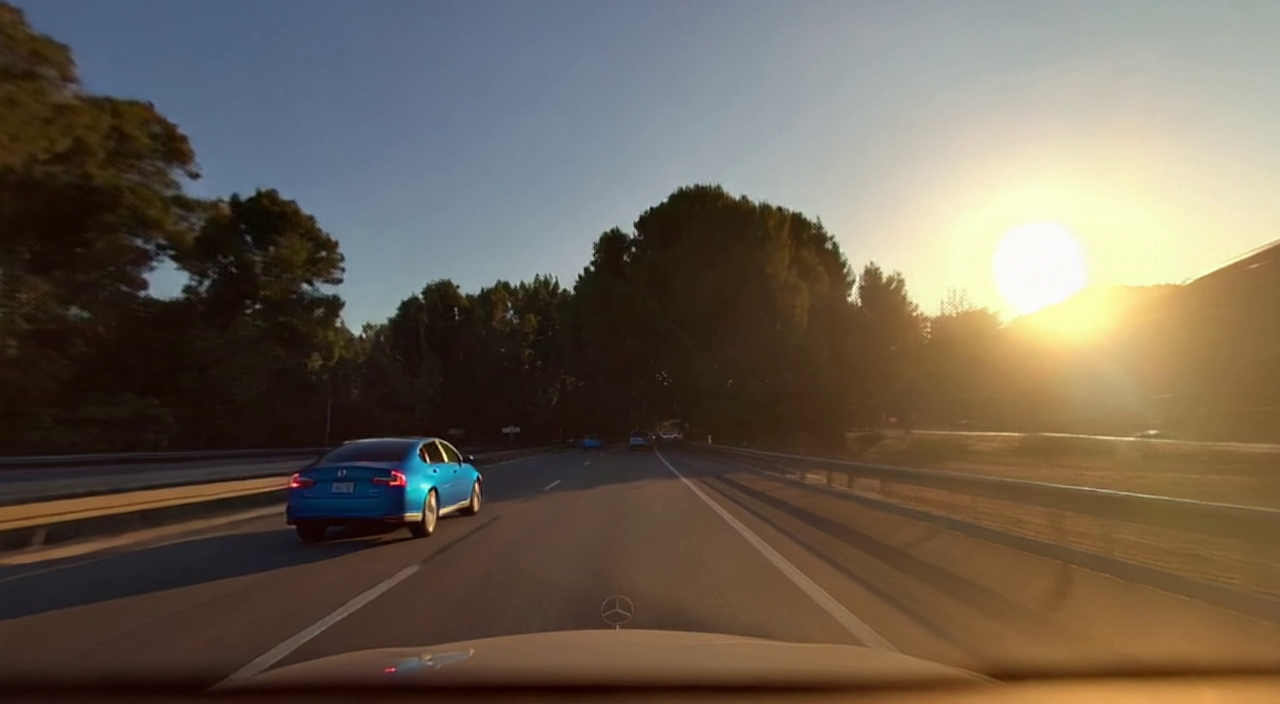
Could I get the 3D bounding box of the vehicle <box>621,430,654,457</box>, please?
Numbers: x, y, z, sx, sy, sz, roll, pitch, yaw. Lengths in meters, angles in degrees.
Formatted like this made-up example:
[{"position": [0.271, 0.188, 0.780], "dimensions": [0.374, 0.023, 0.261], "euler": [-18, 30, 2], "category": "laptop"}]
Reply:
[{"position": [-0.189, 5.945, 41.014], "dimensions": [2.041, 1.618, 3.898], "euler": [0, -8, -1], "category": "vehicle"}]
